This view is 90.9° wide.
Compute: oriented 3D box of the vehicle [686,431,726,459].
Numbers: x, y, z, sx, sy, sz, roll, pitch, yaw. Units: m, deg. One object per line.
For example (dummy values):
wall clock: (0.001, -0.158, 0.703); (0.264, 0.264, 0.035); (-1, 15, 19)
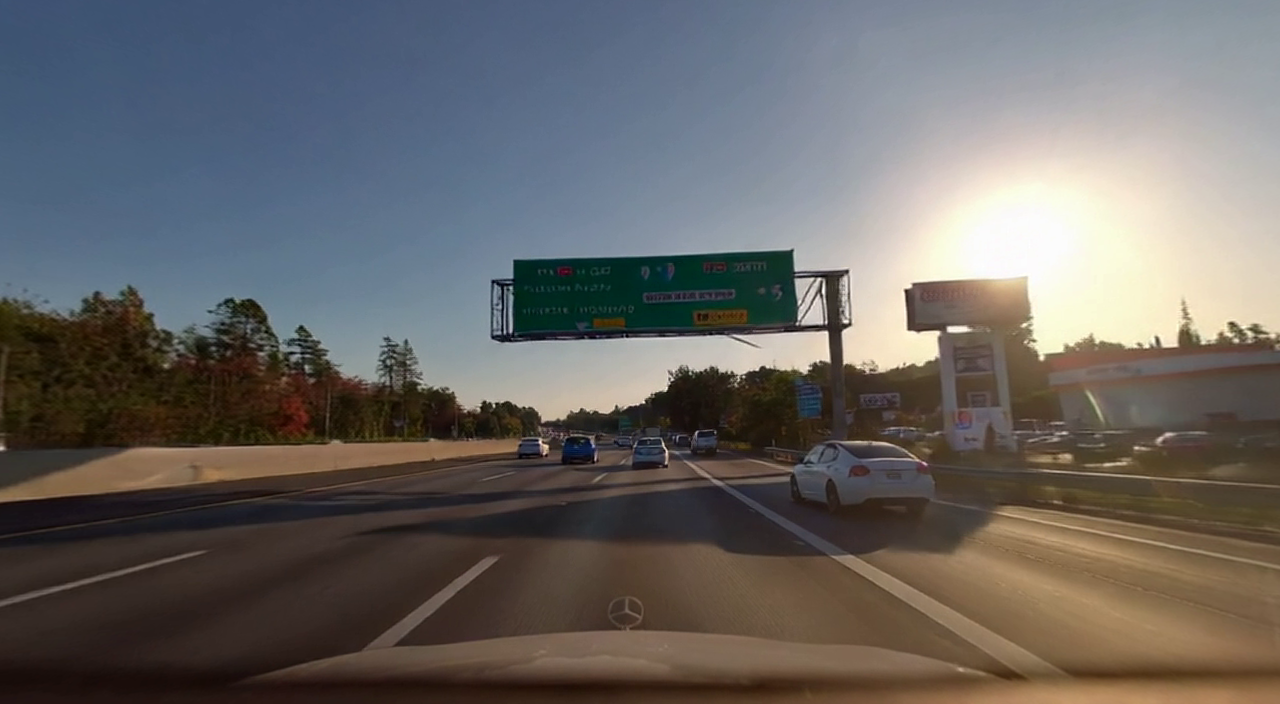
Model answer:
vehicle: (4.569, 6.550, 44.418); (2.261, 1.781, 4.709); (0, -8, 0)

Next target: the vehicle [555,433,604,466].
vehicle: (-3.095, 5.108, 33.300); (1.927, 1.586, 5.142); (0, -8, 2)

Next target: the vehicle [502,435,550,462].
vehicle: (-6.753, 5.791, 37.832); (1.932, 1.497, 4.458); (0, -8, 2)

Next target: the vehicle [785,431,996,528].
vehicle: (4.253, 2.230, 11.654); (2.030, 1.442, 4.358); (0, -8, -1)

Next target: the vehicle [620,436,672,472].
vehicle: (0.260, 4.419, 27.530); (2.113, 1.464, 4.073); (0, -8, 1)

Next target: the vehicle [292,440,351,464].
vehicle: (-21.315, 6.708, 42.381); (1.850, 1.494, 4.040); (0, -8, 1)

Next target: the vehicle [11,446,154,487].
vehicle: (-21.541, 4.407, 24.637); (1.830, 1.432, 4.076); (0, -8, 1)
